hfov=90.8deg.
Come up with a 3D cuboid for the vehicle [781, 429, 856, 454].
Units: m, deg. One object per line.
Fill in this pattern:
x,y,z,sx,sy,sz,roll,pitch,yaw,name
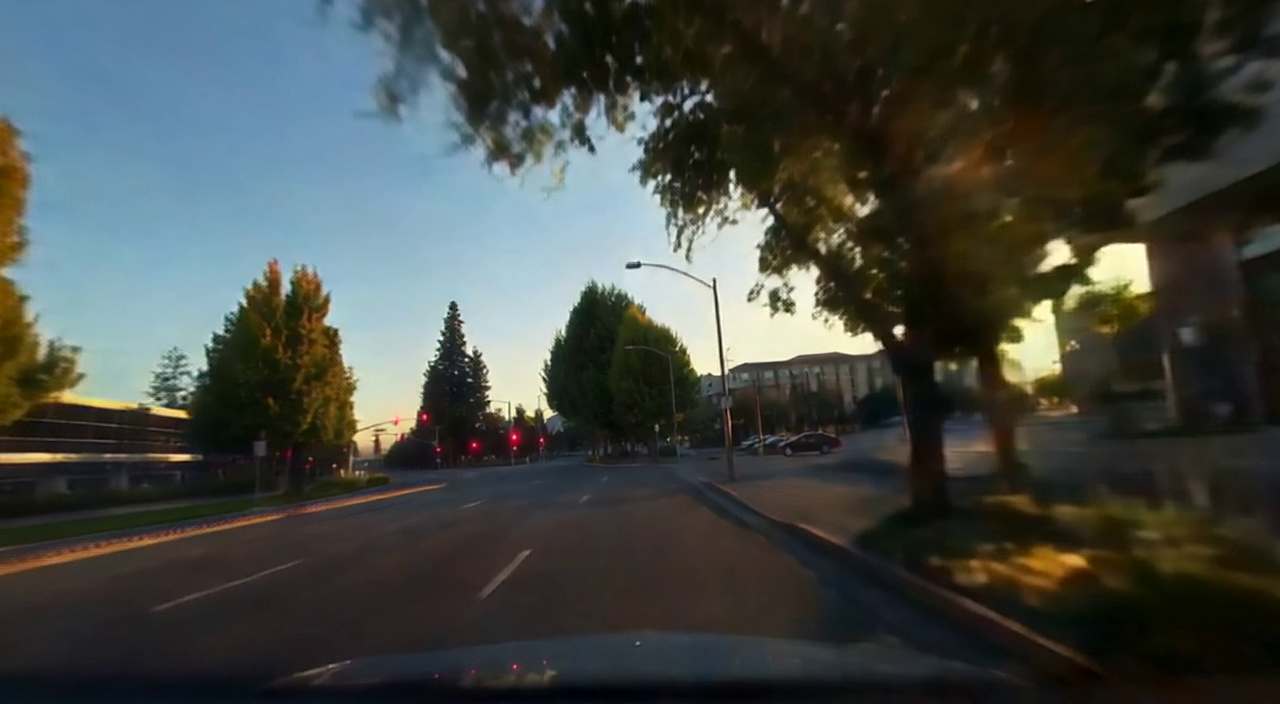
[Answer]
11.841,5.982,42.071,4.332,1.581,2.028,1,-9,-10,vehicle
